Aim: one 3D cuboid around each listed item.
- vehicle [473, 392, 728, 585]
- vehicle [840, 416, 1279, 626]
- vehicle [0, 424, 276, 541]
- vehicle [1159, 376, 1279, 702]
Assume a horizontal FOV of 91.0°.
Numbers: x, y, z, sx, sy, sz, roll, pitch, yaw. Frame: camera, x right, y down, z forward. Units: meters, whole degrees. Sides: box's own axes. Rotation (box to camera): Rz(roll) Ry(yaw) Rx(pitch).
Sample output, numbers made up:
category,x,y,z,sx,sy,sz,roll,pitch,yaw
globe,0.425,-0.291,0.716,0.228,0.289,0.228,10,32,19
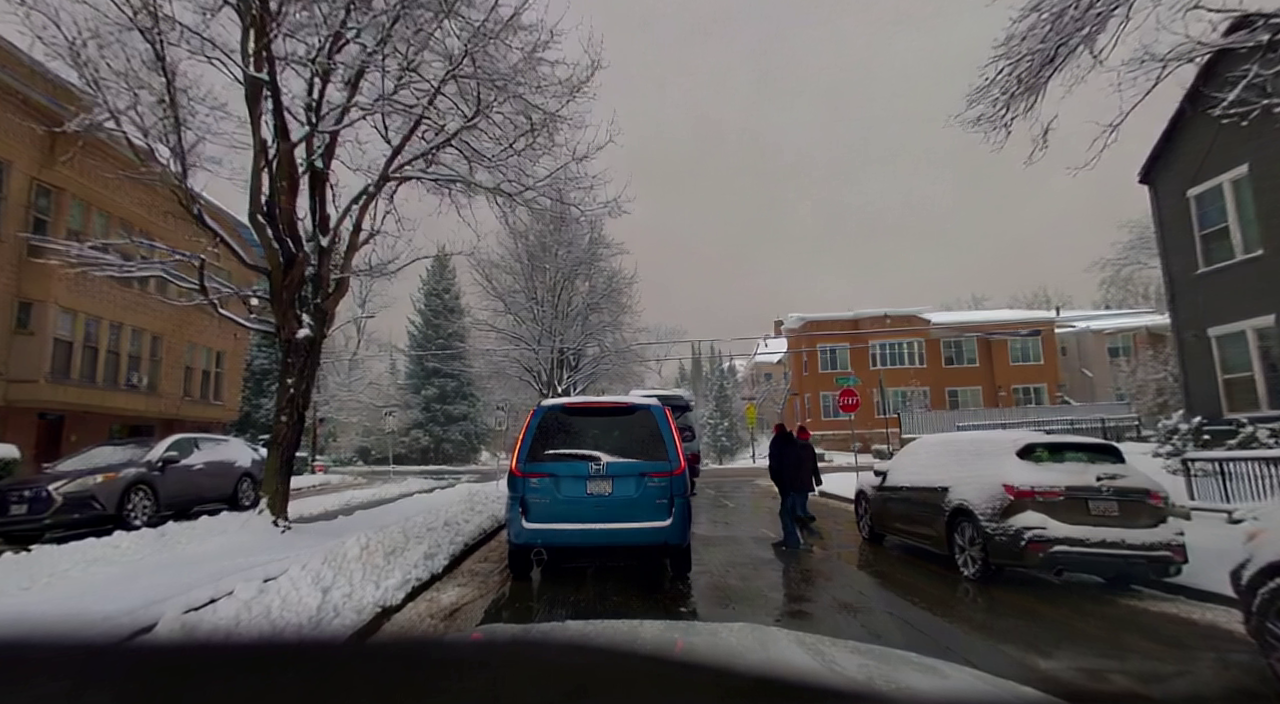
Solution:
category,x,y,z,sx,sy,sz,roll,pitch,yaw
vehicle,-0.410,1.622,8.289,2.377,1.787,4.652,0,-8,-1
vehicle,4.202,1.728,7.535,1.959,1.581,4.731,4,-9,-2
vehicle,-8.311,2.051,10.647,1.825,1.532,4.083,-3,-7,1
vehicle,4.550,0.836,1.896,2.016,1.757,4.617,3,-8,-1
